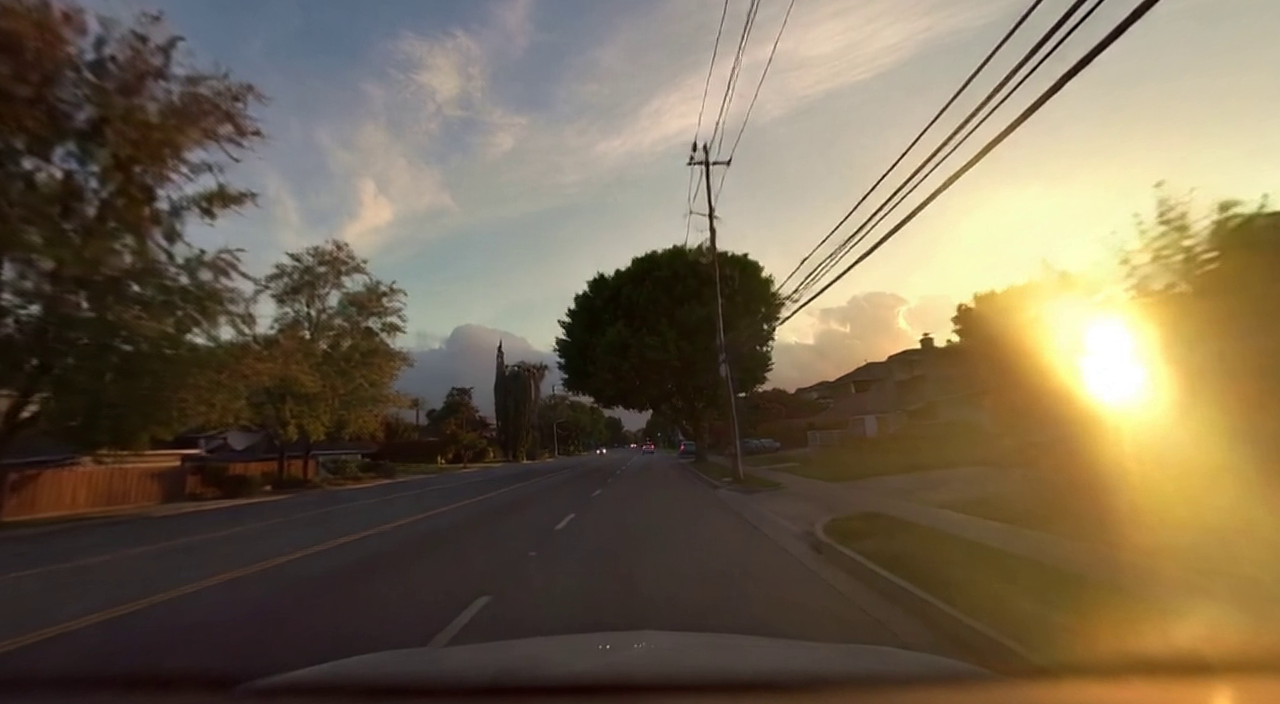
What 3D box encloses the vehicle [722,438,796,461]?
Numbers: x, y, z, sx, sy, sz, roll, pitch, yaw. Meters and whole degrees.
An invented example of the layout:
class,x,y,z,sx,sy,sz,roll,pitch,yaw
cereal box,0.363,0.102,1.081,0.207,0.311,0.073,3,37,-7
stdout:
class,x,y,z,sx,sy,sz,roll,pitch,yaw
vehicle,8.192,6.765,43.737,4.719,1.556,1.869,0,-9,0
